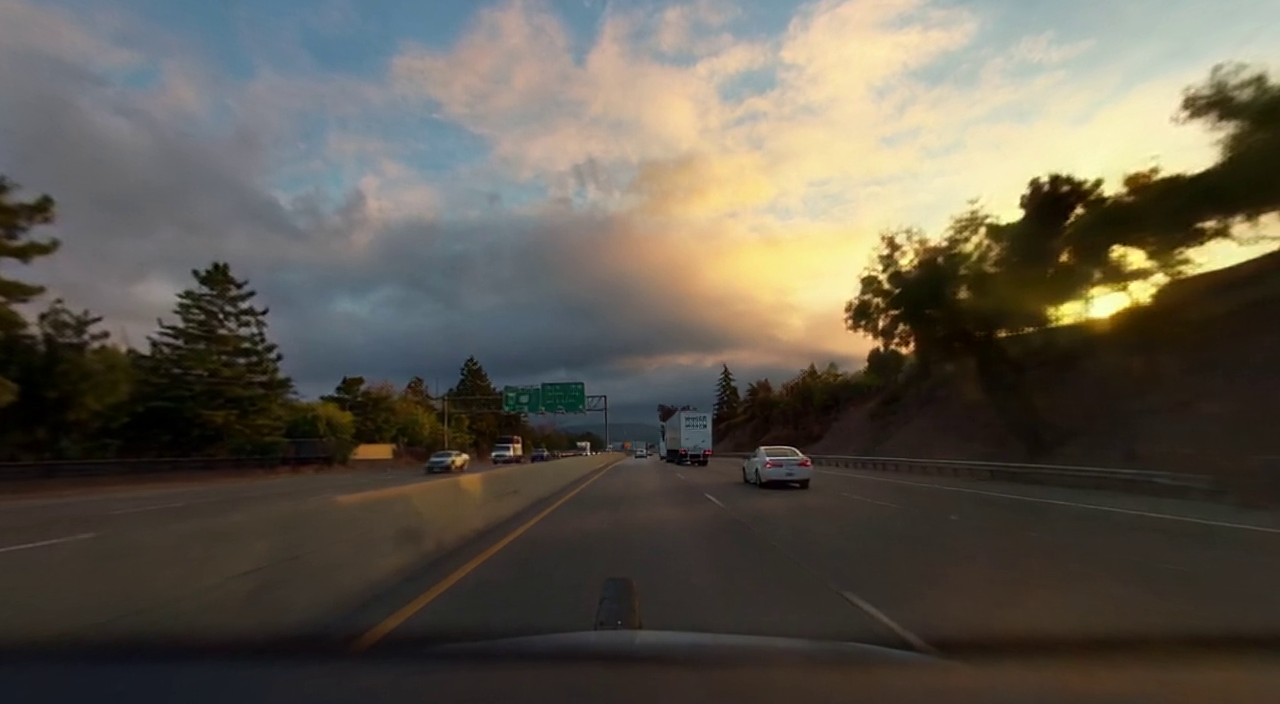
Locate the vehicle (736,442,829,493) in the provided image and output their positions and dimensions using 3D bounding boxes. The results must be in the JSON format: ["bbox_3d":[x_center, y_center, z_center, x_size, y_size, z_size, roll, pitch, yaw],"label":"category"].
[{"bbox_3d":[4.476,3.701,20.438,1.917,1.471,4.149,0,-9,-2],"label":"vehicle"}]
